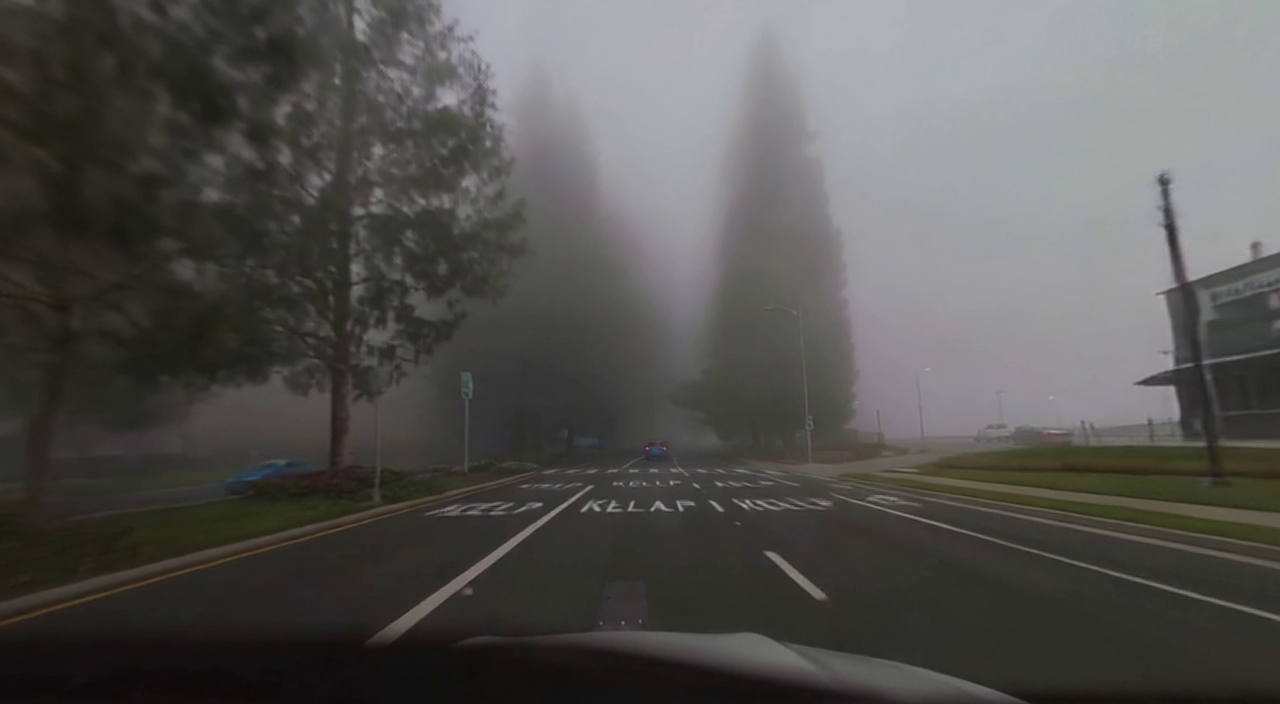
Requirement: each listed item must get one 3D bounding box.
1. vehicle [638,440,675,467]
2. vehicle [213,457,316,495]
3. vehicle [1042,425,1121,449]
[{"bbox_3d":[0.978,6.148,38.157,2.144,1.505,4.128,0,-9,1],"label":"vehicle"},{"bbox_3d":[-16.796,5.544,28.401,1.836,1.469,4.444,0,-9,1],"label":"vehicle"},{"bbox_3d":[31.722,6.153,45.199,4.051,1.475,1.949,-3,-9,2],"label":"vehicle"}]
